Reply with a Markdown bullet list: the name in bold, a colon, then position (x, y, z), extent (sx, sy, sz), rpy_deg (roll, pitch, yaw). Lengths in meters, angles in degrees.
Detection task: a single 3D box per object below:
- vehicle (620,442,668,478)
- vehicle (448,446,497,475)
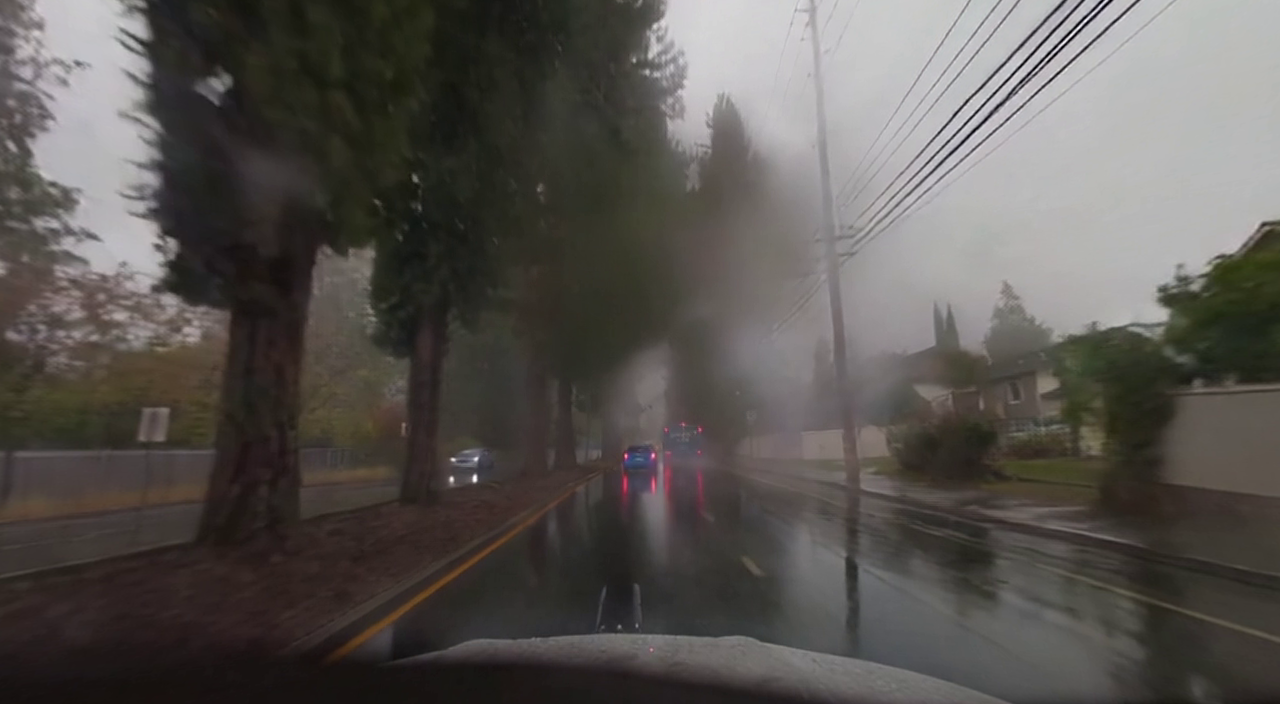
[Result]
- **vehicle**: position (0.187, 4.812, 28.389), extent (2.018, 1.511, 3.993), rpy_deg (0, -8, 1)
- **vehicle**: position (-11.148, 7.225, 42.407), extent (1.951, 1.795, 4.579), rpy_deg (0, -9, 1)
